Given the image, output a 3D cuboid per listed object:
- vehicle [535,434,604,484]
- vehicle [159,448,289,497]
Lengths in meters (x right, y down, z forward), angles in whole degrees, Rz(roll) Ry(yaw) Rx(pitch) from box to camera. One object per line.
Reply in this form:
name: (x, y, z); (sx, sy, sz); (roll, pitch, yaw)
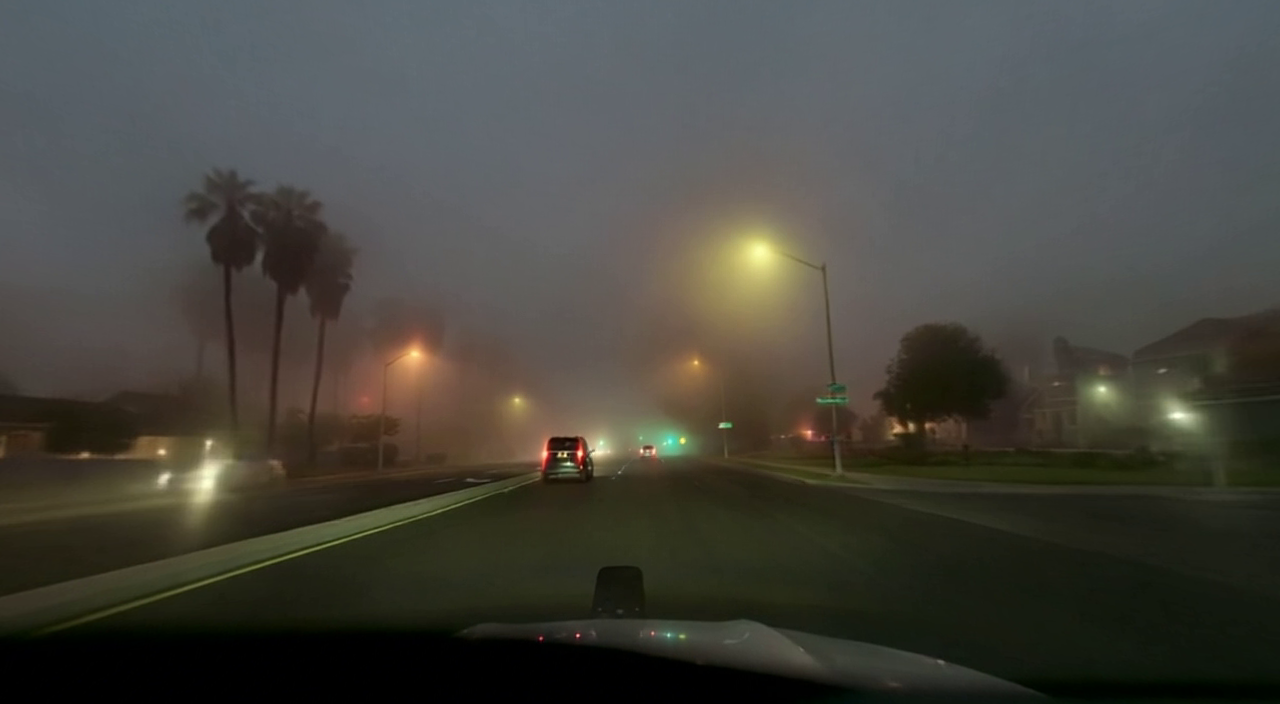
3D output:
vehicle: (-2.973, 4.699, 28.029); (2.370, 1.968, 5.698); (0, -9, 1)
vehicle: (-17.570, 5.058, 26.994); (2.105, 1.871, 4.969); (0, -9, 1)
